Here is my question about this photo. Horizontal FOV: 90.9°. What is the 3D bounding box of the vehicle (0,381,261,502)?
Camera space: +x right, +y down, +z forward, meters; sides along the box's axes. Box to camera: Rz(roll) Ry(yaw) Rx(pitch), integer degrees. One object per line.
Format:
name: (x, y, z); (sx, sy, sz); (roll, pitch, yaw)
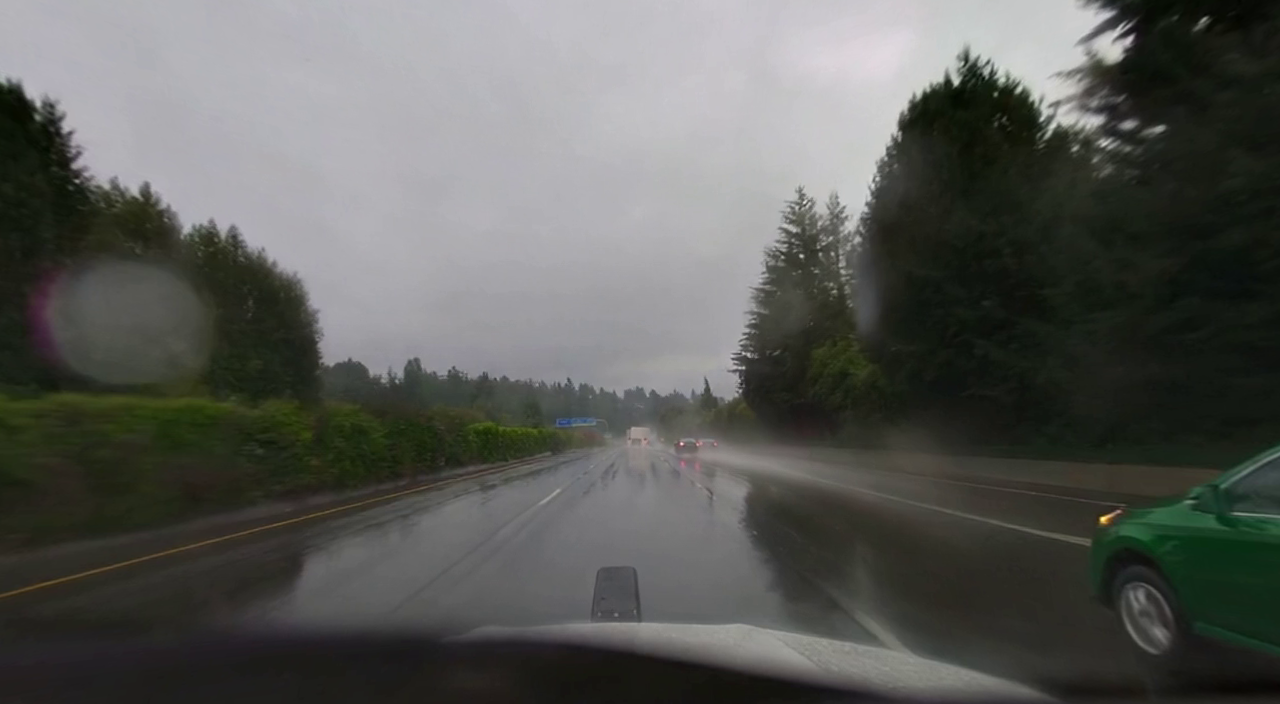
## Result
vehicle: (-19.032, 3.377, 24.049); (2.975, 3.570, 10.091); (-2, -8, -1)

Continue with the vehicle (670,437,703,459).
vehicle: (3.179, 6.594, 43.564); (1.819, 1.468, 3.770); (0, -8, -2)

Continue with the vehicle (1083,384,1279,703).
vehicle: (3.468, 0.689, 1.119); (1.981, 1.475, 4.579); (0, -8, -1)
